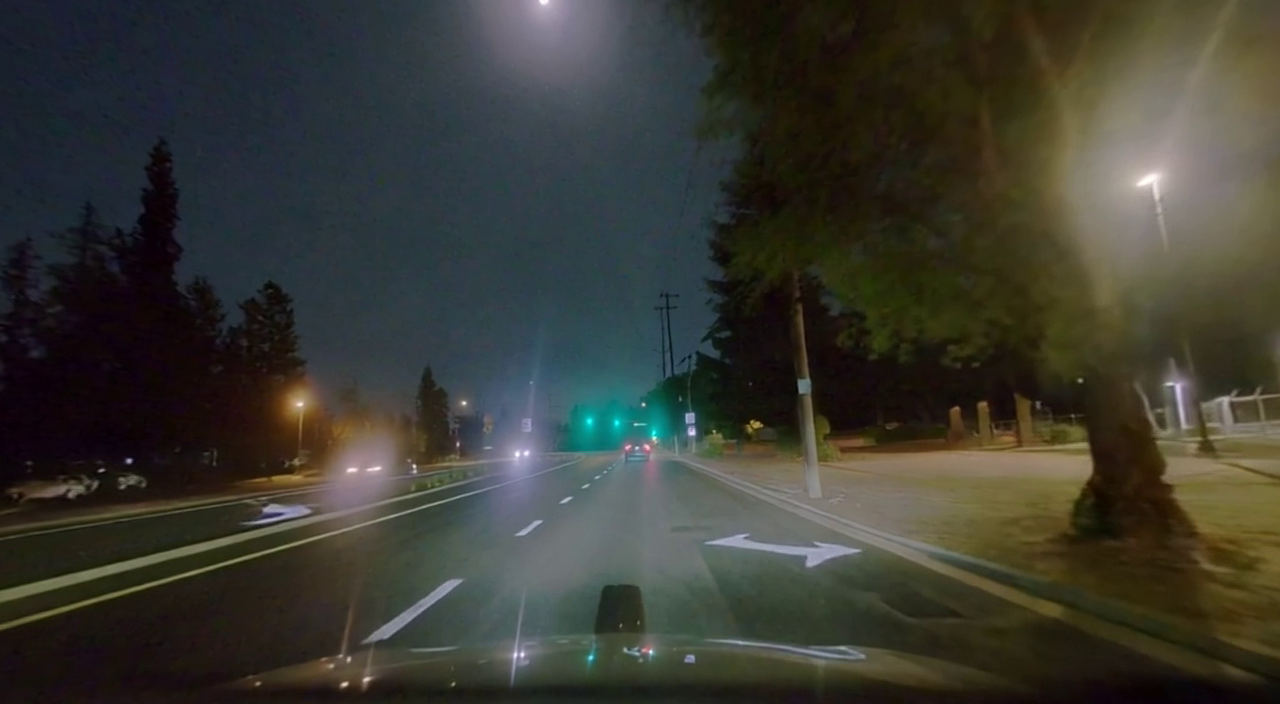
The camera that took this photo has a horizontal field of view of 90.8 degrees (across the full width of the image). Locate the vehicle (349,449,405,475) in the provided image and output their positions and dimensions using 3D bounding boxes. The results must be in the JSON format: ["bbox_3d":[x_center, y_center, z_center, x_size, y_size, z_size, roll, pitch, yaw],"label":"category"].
[{"bbox_3d":[-16.937,7.090,40.990,1.912,1.588,4.432,0,-8,-3],"label":"vehicle"}]

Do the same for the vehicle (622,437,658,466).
[{"bbox_3d":[-0.040,6.017,38.423,2.045,1.613,4.210,0,-8,-1],"label":"vehicle"}]

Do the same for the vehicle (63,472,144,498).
[{"bbox_3d":[-39.612,9.786,46.644,4.777,1.711,2.070,-2,-9,16],"label":"vehicle"}]
